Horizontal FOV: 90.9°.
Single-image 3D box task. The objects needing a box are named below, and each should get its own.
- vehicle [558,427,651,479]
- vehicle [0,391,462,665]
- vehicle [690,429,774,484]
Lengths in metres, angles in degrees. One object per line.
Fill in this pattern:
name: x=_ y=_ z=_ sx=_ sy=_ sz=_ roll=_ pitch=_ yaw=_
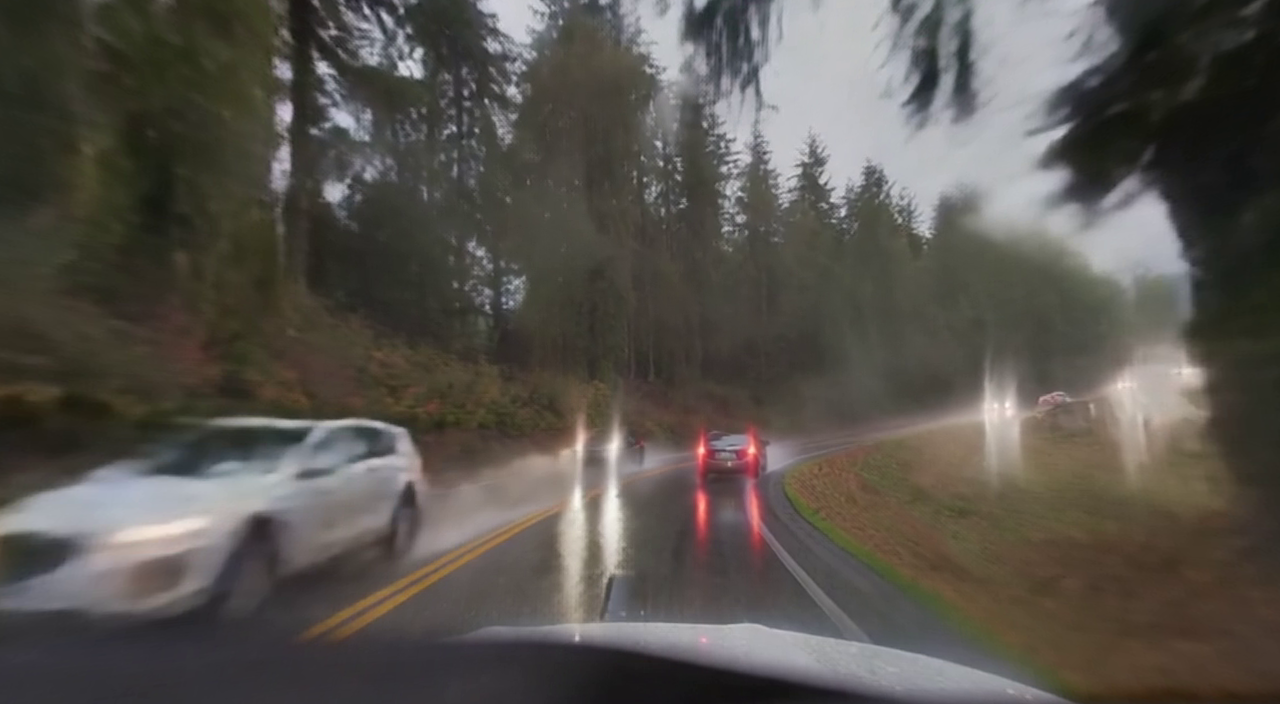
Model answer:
vehicle: x=-1.136 y=3.535 z=22.355 sx=2.032 sy=1.654 sz=4.204 roll=-2 pitch=-8 yaw=16
vehicle: x=-3.773 y=1.462 z=6.412 sx=2.347 sy=1.757 sz=4.359 roll=-1 pitch=-8 yaw=5
vehicle: x=3.102 y=3.335 z=20.486 sx=2.274 sy=1.583 sz=4.349 roll=-2 pitch=-8 yaw=13
